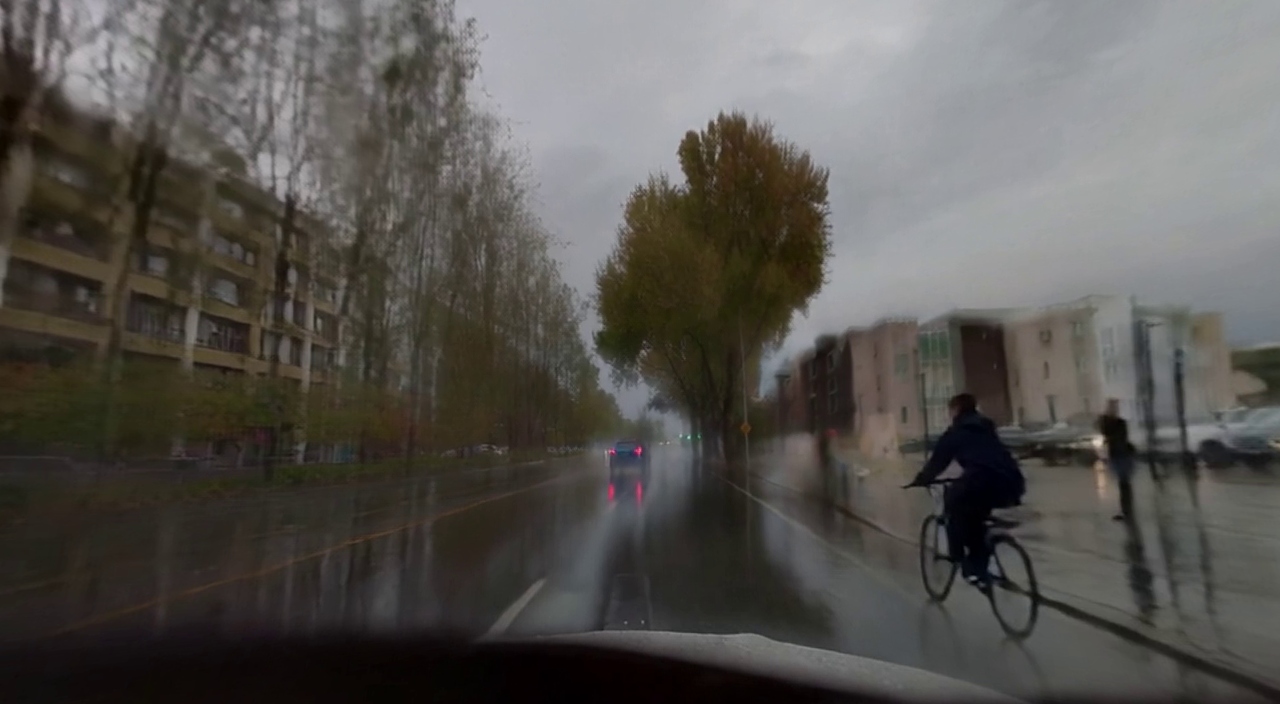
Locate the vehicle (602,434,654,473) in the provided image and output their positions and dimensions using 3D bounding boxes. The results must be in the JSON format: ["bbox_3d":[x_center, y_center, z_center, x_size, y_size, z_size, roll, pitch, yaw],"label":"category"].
[{"bbox_3d":[-0.550,5.308,33.103,2.294,1.859,5.127,-1,-8,3],"label":"vehicle"}]
